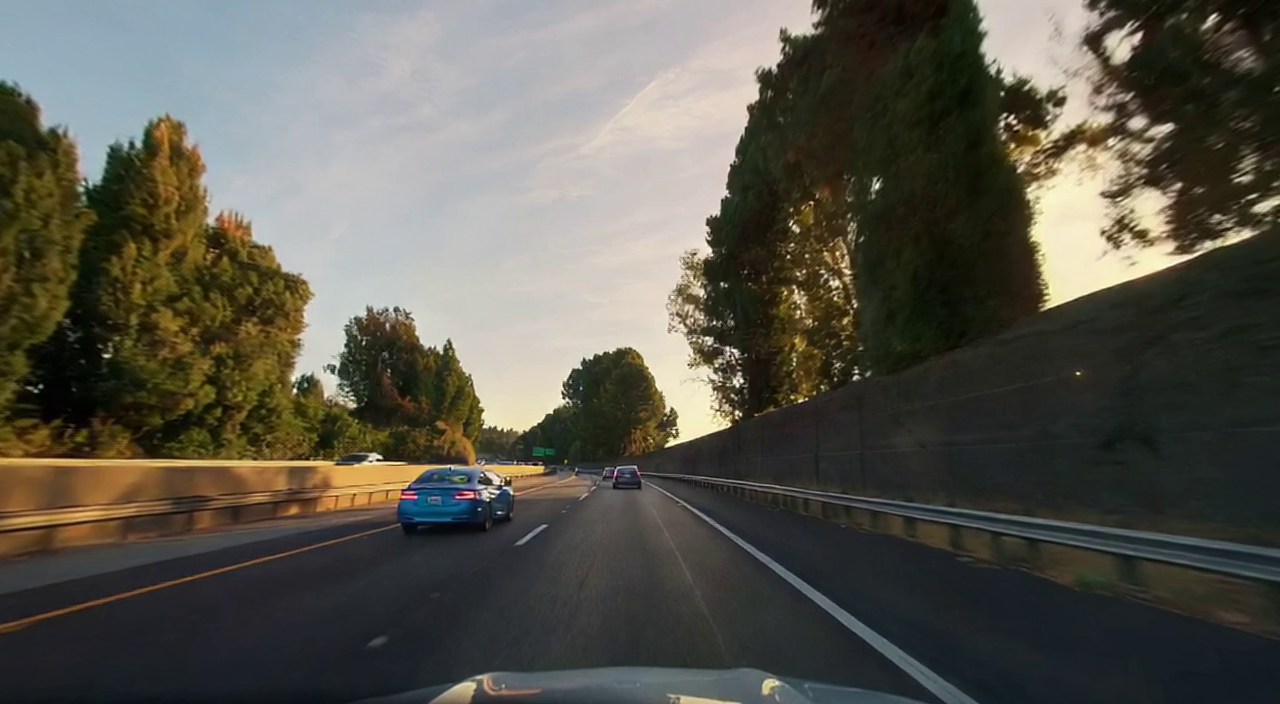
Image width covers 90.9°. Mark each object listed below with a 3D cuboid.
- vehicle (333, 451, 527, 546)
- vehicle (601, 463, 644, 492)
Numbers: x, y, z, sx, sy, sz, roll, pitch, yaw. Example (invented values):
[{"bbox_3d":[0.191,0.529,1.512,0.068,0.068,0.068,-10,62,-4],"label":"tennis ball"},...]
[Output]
[{"bbox_3d":[-3.897,2.859,12.811,2.310,1.521,4.731,1,-11,0],"label":"vehicle"},{"bbox_3d":[-0.979,7.388,37.277,2.363,1.526,4.687,1,-11,0],"label":"vehicle"}]
